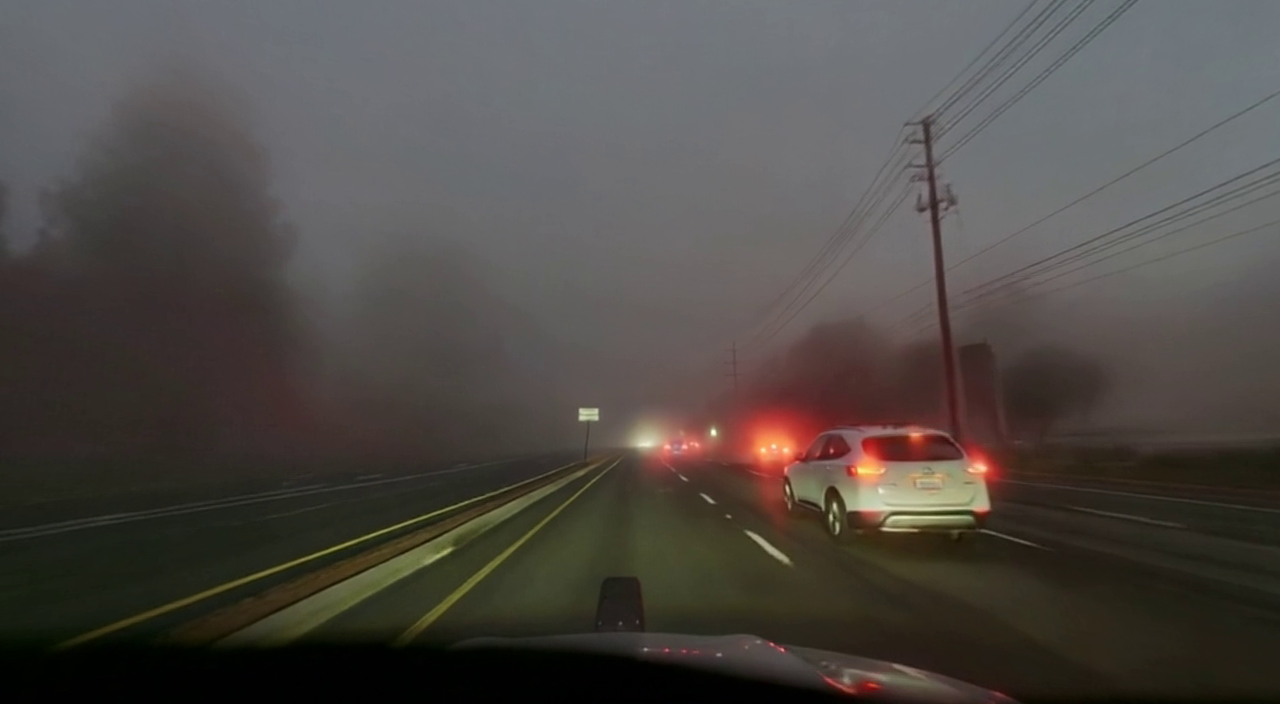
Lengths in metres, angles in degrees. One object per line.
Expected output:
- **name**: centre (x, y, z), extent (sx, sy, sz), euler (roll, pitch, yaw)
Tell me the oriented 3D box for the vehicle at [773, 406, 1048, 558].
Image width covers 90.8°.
- **vehicle**: centre (3.445, 1.739, 9.119), extent (2.078, 1.668, 4.078), euler (0, -8, -1)
